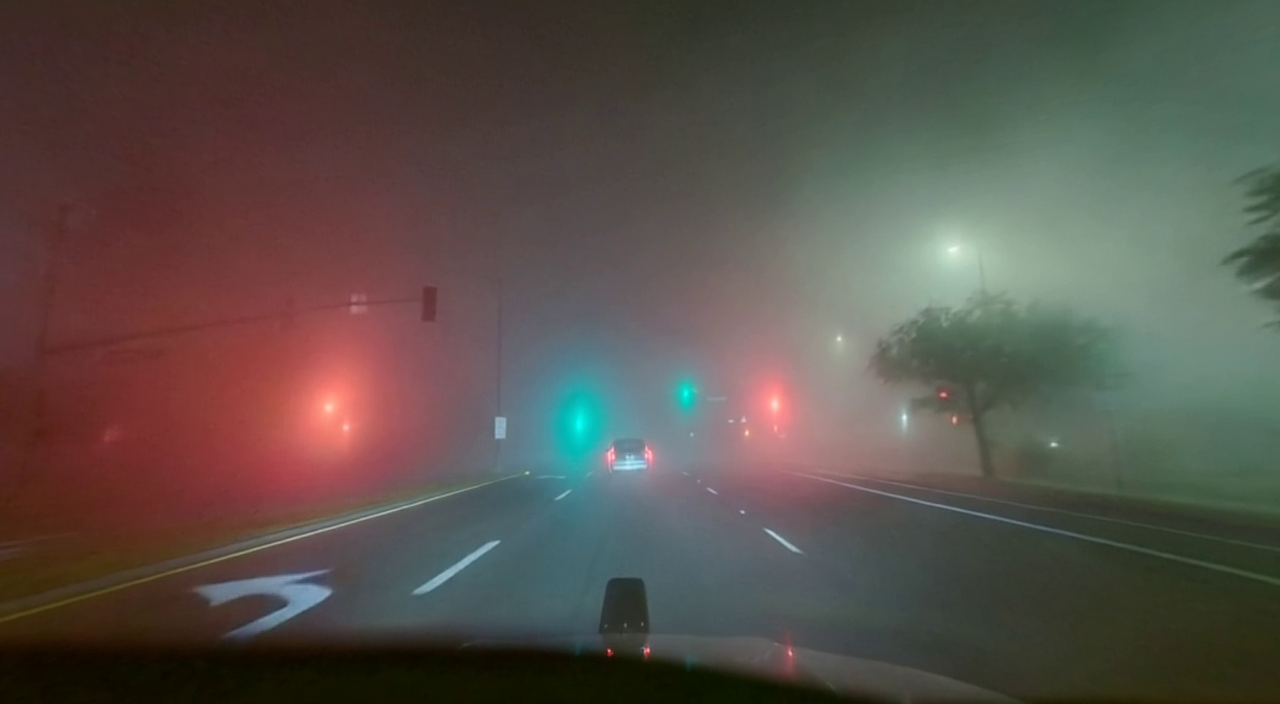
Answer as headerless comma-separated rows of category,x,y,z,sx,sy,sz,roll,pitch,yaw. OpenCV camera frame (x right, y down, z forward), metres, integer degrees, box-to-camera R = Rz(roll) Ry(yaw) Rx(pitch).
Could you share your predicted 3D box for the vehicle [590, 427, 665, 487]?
vehicle,-0.390,3.406,20.689,2.192,1.734,4.176,0,-8,0
